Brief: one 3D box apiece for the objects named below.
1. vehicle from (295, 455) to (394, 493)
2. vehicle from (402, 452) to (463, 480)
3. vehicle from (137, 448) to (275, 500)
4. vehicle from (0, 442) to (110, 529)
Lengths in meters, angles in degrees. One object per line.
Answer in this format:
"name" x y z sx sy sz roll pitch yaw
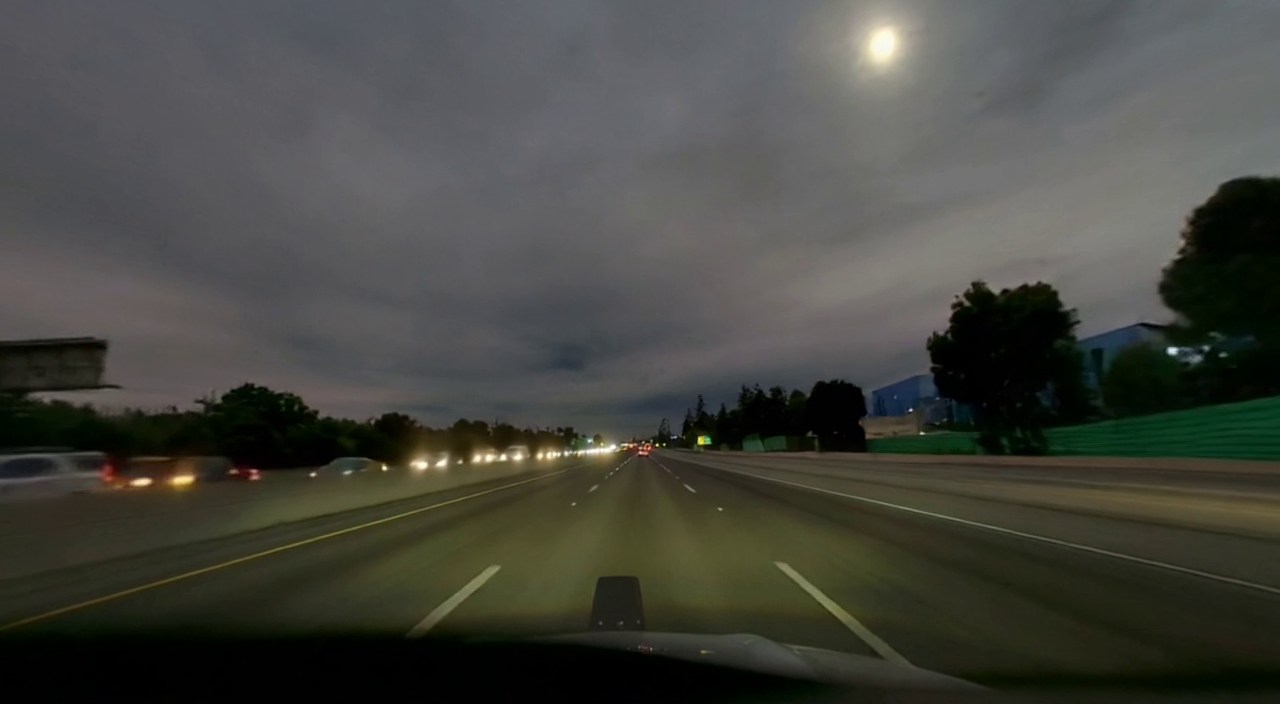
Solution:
"vehicle" -12.314 5.088 26.629 1.971 1.437 4.488 0 -9 1
"vehicle" -11.886 6.540 36.393 1.922 1.458 4.410 -1 -9 1
"vehicle" -15.666 4.394 23.092 1.970 1.694 4.273 0 -9 0
"vehicle" -12.099 2.320 10.950 1.986 1.494 4.310 0 -9 1
